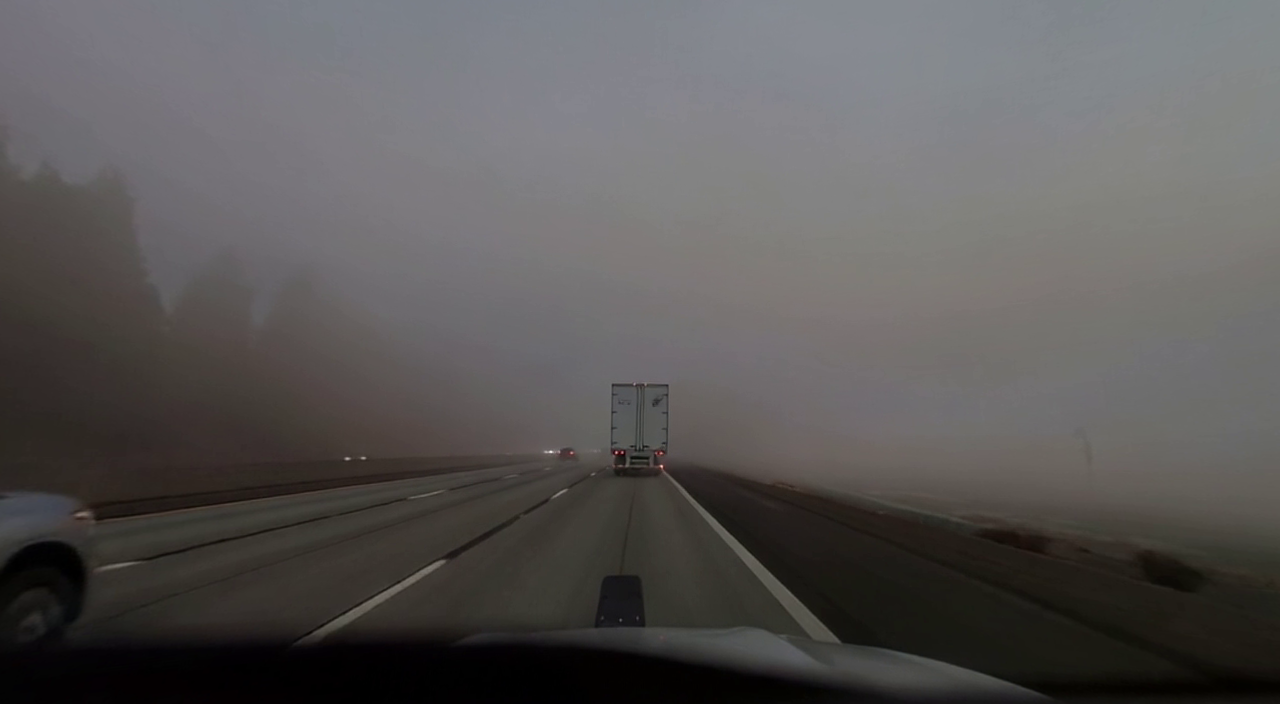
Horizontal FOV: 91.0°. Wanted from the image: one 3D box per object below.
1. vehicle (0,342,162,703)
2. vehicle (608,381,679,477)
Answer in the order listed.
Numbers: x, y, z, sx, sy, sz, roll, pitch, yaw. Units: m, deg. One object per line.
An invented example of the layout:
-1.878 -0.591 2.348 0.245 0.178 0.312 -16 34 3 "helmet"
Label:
-4.290 0.650 1.558 2.285 1.833 4.984 0 -9 0 "vehicle"
0.042 4.171 32.985 3.052 4.132 11.336 0 -9 -1 "vehicle"
